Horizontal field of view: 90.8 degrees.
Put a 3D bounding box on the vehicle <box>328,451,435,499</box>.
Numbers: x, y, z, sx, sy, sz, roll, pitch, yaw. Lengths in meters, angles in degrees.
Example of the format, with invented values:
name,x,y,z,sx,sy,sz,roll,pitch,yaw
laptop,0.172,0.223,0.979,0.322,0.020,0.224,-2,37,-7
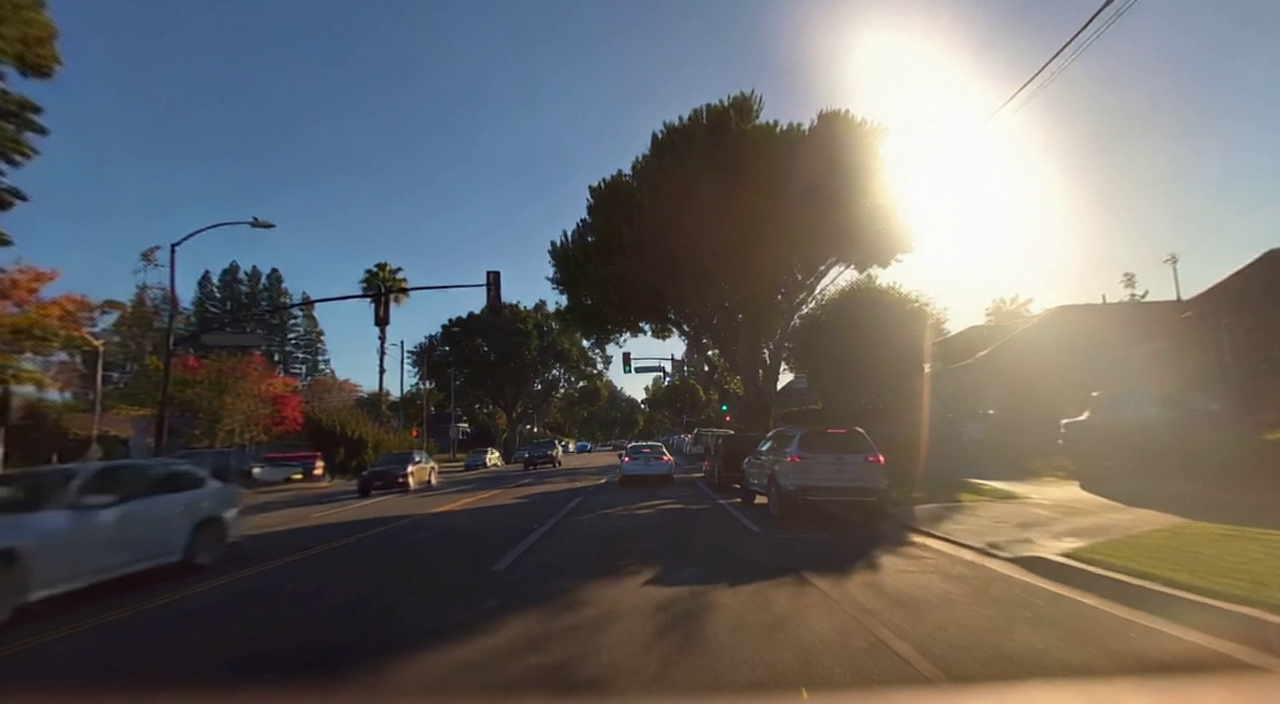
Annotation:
name,x,y,z,sx,sy,sz,roll,pitch,yaw
vehicle,-9.124,4.353,22.798,1.908,1.511,4.611,0,-9,0

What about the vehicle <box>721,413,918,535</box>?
name,x,y,z,sx,sy,sz,roll,pitch,yaw
vehicle,2.874,2.104,11.419,2.060,1.733,4.639,0,-9,-1

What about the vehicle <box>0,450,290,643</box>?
name,x,y,z,sx,sy,sz,roll,pitch,yaw
vehicle,-6.013,1.806,6.614,1.981,1.498,4.701,-1,-9,0

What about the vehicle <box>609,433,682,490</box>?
name,x,y,z,sx,sy,sz,roll,pitch,yaw
vehicle,0.121,3.430,20.081,2.041,1.575,4.304,0,-9,-1

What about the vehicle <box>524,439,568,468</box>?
name,x,y,z,sx,sy,sz,roll,pitch,yaw
vehicle,-6.264,6.846,42.591,2.175,1.820,4.643,0,-9,1

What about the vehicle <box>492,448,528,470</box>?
name,x,y,z,sx,sy,sz,roll,pitch,yaw
vehicle,-9.444,7.799,46.111,1.908,1.492,3.699,-2,-9,-1

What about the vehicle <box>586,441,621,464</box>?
name,x,y,z,sx,sy,sz,roll,pitch,yaw
vehicle,-2.487,6.973,43.894,2.117,1.528,4.277,0,-9,1
